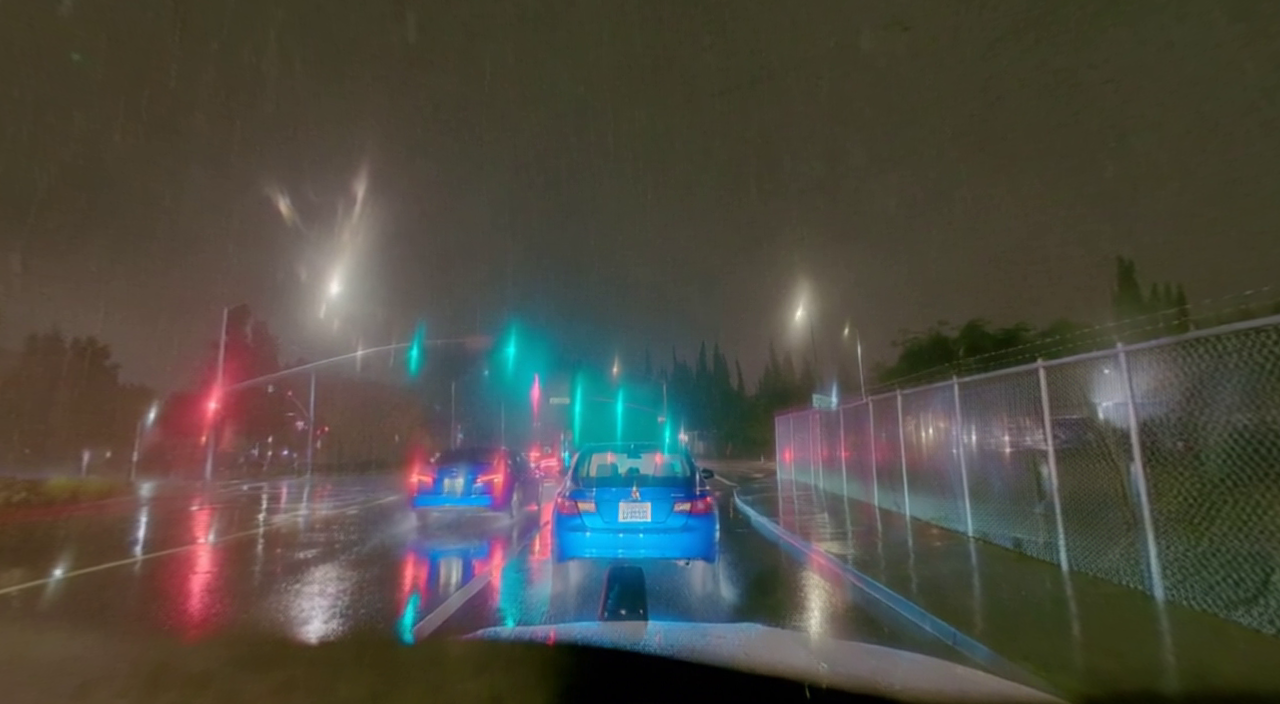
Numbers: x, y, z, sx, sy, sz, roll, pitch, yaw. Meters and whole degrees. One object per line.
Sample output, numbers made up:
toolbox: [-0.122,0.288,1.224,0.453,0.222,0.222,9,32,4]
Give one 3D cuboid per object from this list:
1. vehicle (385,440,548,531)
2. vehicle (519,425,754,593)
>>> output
vehicle: [-3.203,2.552,12.697,1.971,1.488,4.581,0,-9,0]
vehicle: [-0.052,1.743,7.837,2.144,1.514,4.063,0,-9,-1]
